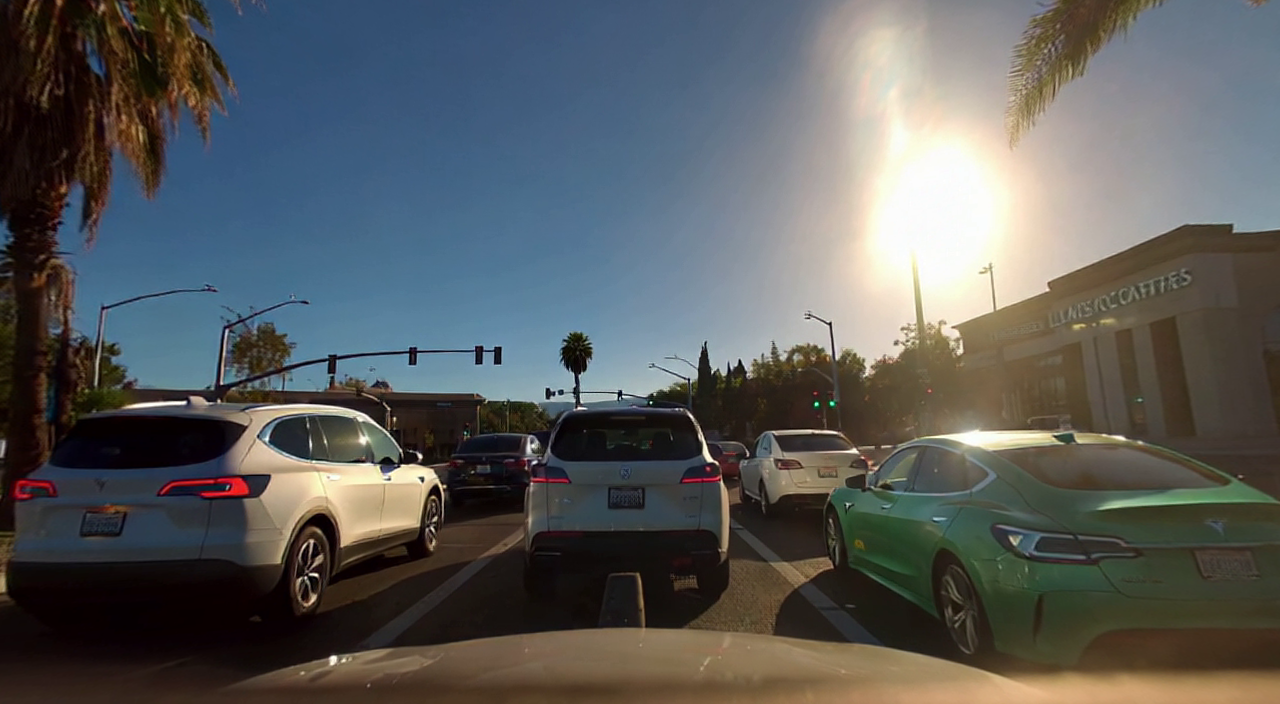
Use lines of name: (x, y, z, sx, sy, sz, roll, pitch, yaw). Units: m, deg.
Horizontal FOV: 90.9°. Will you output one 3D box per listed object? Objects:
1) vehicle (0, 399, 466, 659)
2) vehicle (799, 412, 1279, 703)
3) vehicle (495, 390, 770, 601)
vehicle: (-3.360, 1.382, 6.052, 2.014, 1.534, 4.455, 0, -8, 1)
vehicle: (2.967, 1.371, 5.256, 2.017, 1.491, 4.611, 0, -8, -1)
vehicle: (-0.127, 1.516, 7.512, 2.280, 1.747, 4.361, 0, -8, -2)
